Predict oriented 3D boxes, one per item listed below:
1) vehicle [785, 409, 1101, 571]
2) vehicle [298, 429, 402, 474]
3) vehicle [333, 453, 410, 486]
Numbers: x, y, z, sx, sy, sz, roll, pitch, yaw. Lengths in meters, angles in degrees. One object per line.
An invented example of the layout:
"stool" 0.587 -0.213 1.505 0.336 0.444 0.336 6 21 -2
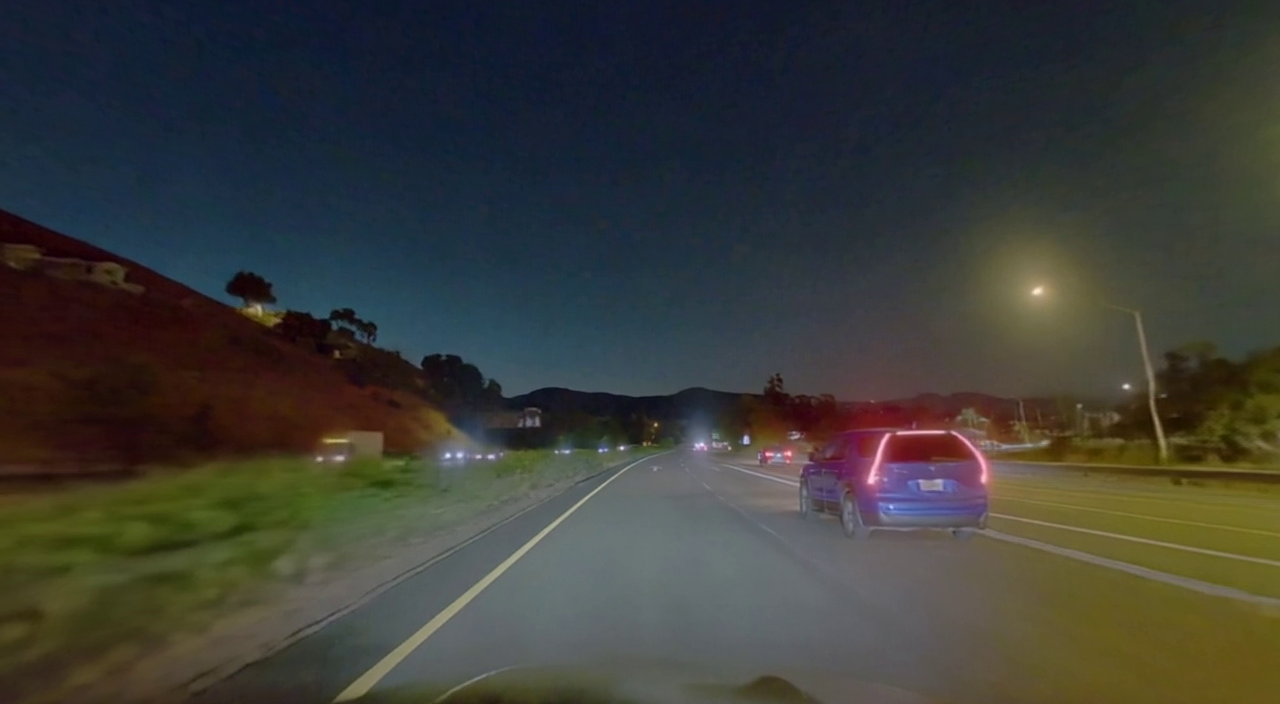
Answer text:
"vehicle" 3.889 1.871 9.316 2.318 1.766 4.587 0 -9 -1
"vehicle" -20.460 7.109 45.267 2.909 2.854 9.153 0 -9 2
"vehicle" -13.311 5.826 31.516 1.887 1.459 4.376 0 -9 1
